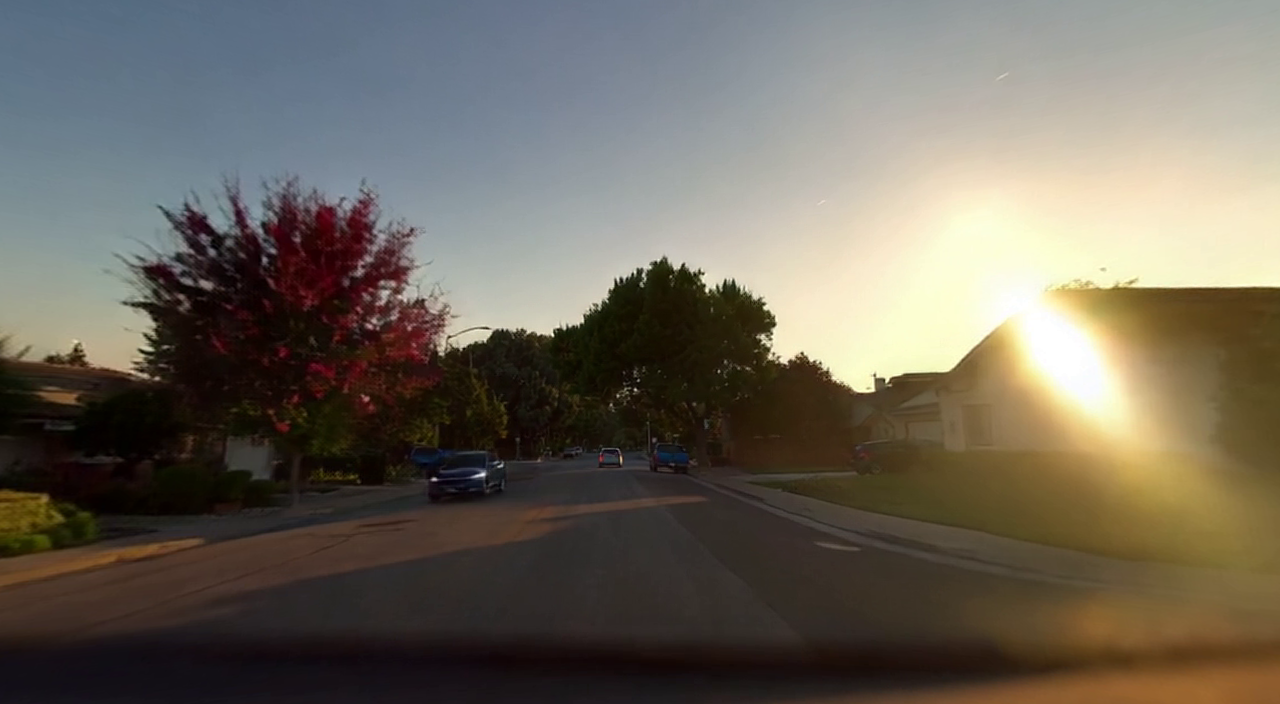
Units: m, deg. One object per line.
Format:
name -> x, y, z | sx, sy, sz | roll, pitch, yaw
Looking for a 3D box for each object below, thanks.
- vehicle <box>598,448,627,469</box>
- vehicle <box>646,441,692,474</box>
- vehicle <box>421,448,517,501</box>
vehicle -> -2.032, 7.870, 47.051 | 2.064, 1.477, 3.968 | 0, -9, -2
vehicle -> 1.722, 6.590, 39.793 | 2.394, 1.901, 5.759 | 0, -9, -2
vehicle -> -5.440, 3.917, 20.675 | 1.926, 1.513, 4.236 | 0, -9, 0
